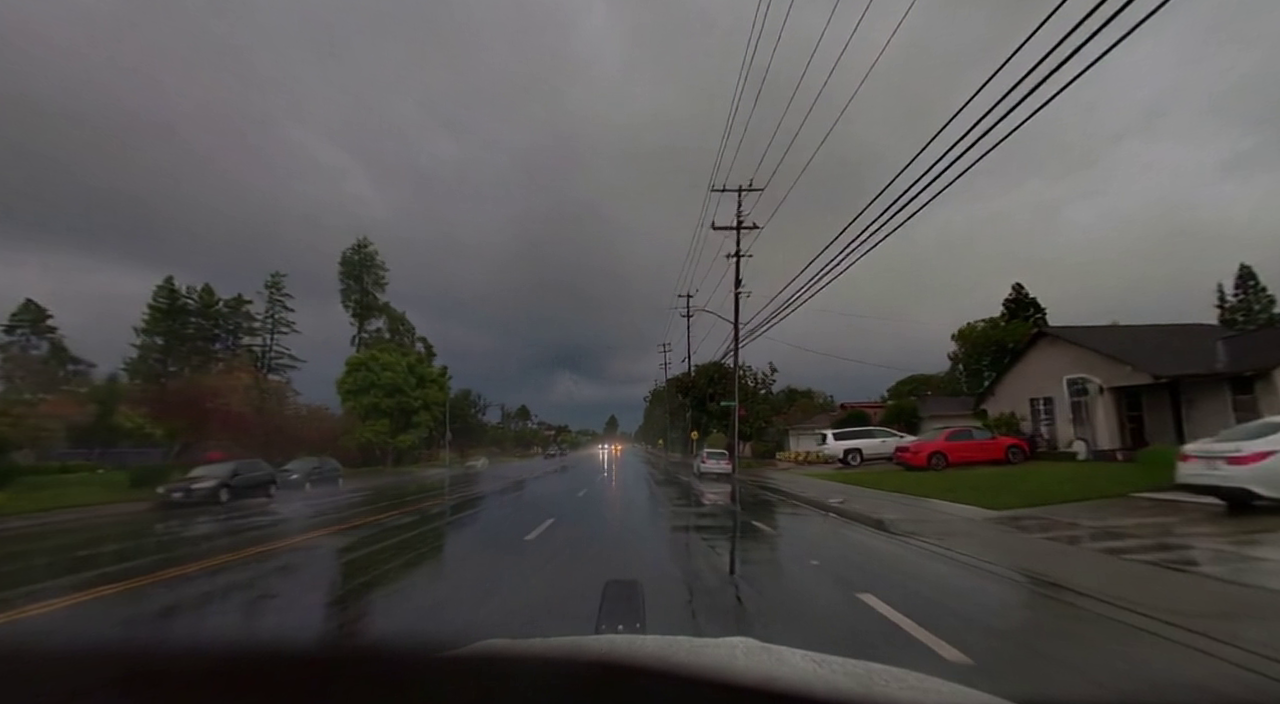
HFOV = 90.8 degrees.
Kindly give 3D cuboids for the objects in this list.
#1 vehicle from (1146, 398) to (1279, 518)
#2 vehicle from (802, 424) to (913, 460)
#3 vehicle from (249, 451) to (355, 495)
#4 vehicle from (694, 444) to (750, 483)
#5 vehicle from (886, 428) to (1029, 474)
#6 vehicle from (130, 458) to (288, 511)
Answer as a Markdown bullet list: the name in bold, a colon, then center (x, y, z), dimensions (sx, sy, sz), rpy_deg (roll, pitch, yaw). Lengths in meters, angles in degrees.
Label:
- **vehicle**: center (11.556, 1.636, 10.433), dimensions (4.415, 1.753, 2.098), rpy_deg (-3, -10, 2)
- **vehicle**: center (12.856, 5.364, 37.612), dimensions (5.713, 1.857, 2.285), rpy_deg (-1, -9, -5)
- **vehicle**: center (-13.962, 4.995, 26.445), dimensions (1.916, 1.632, 4.440), rpy_deg (0, -9, 1)
- **vehicle**: center (3.478, 4.824, 27.605), dimensions (1.855, 1.518, 4.707), rpy_deg (0, -9, 1)
- **vehicle**: center (12.202, 3.856, 24.532), dimensions (4.429, 1.474, 1.887), rpy_deg (-3, -10, 2)
- **vehicle**: center (-14.066, 4.314, 21.052), dimensions (2.011, 1.480, 4.644), rpy_deg (0, -9, 0)
